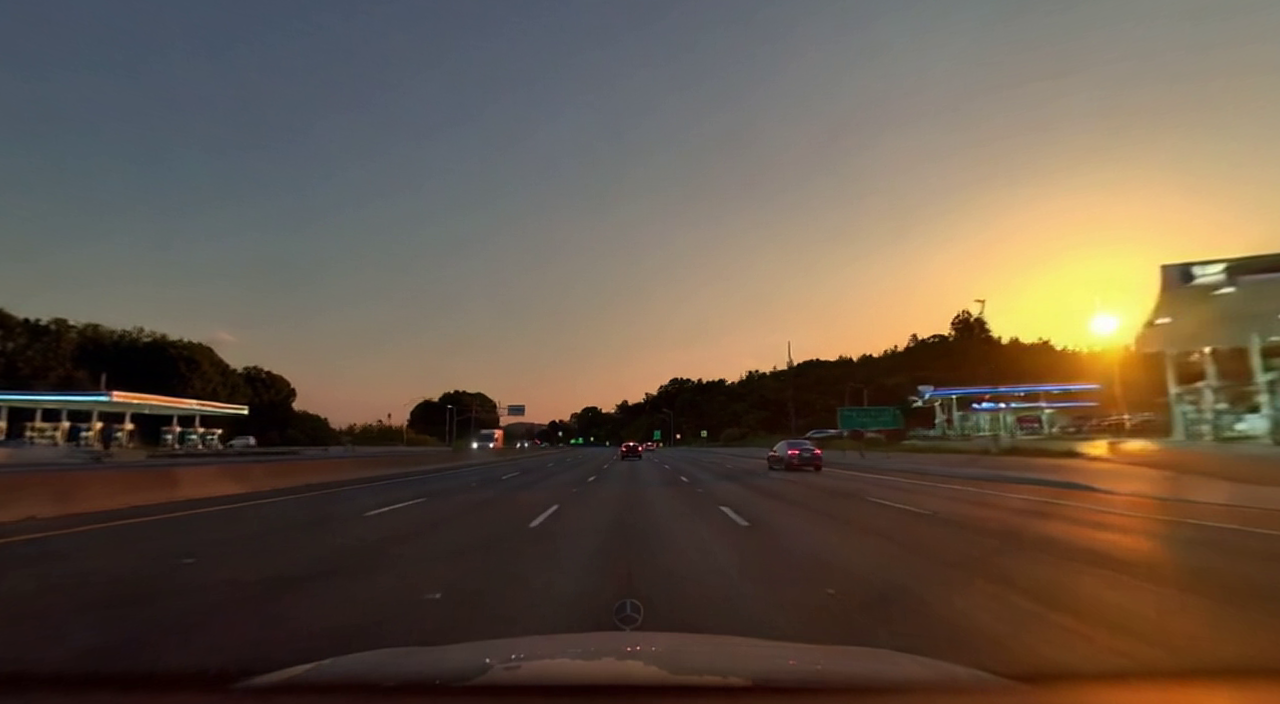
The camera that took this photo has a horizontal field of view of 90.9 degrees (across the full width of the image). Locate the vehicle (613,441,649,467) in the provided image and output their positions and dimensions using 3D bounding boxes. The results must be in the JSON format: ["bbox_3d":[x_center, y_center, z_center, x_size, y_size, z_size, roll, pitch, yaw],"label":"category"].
[{"bbox_3d":[-0.563,6.081,37.843,1.999,1.473,4.351,0,-8,-1],"label":"vehicle"}]

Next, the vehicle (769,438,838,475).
[{"bbox_3d":[7.084,4.570,27.773,1.867,1.463,4.295,0,-8,-1],"label":"vehicle"}]

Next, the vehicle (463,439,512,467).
[{"bbox_3d":[-9.978,6.618,41.556,2.005,1.725,5.137,0,-8,-1],"label":"vehicle"}]
